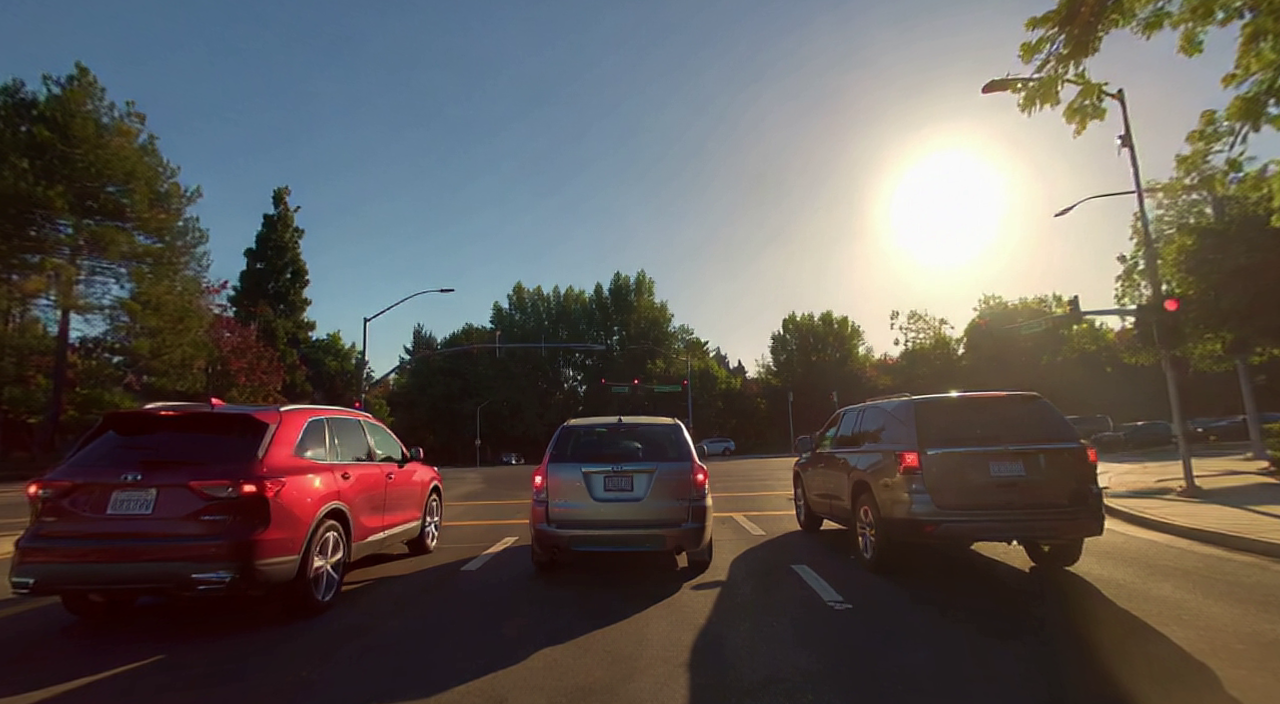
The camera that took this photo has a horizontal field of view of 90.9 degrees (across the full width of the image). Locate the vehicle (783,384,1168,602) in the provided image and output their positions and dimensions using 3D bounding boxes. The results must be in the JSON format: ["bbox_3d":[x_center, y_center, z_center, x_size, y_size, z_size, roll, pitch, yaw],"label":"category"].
[{"bbox_3d":[3.269,1.485,7.498,2.083,1.779,4.532,0,-8,0],"label":"vehicle"}]

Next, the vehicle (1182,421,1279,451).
[{"bbox_3d":[32.801,4.652,34.755,4.175,1.634,1.877,1,-8,-4],"label":"vehicle"}]

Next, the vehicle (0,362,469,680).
[{"bbox_3d":[-3.274,1.284,5.893,2.047,1.810,4.414,0,-8,1],"label":"vehicle"}]

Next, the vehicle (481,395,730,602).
[{"bbox_3d":[-0.232,1.513,7.308,2.067,1.702,3.987,0,-8,2],"label":"vehicle"}]
